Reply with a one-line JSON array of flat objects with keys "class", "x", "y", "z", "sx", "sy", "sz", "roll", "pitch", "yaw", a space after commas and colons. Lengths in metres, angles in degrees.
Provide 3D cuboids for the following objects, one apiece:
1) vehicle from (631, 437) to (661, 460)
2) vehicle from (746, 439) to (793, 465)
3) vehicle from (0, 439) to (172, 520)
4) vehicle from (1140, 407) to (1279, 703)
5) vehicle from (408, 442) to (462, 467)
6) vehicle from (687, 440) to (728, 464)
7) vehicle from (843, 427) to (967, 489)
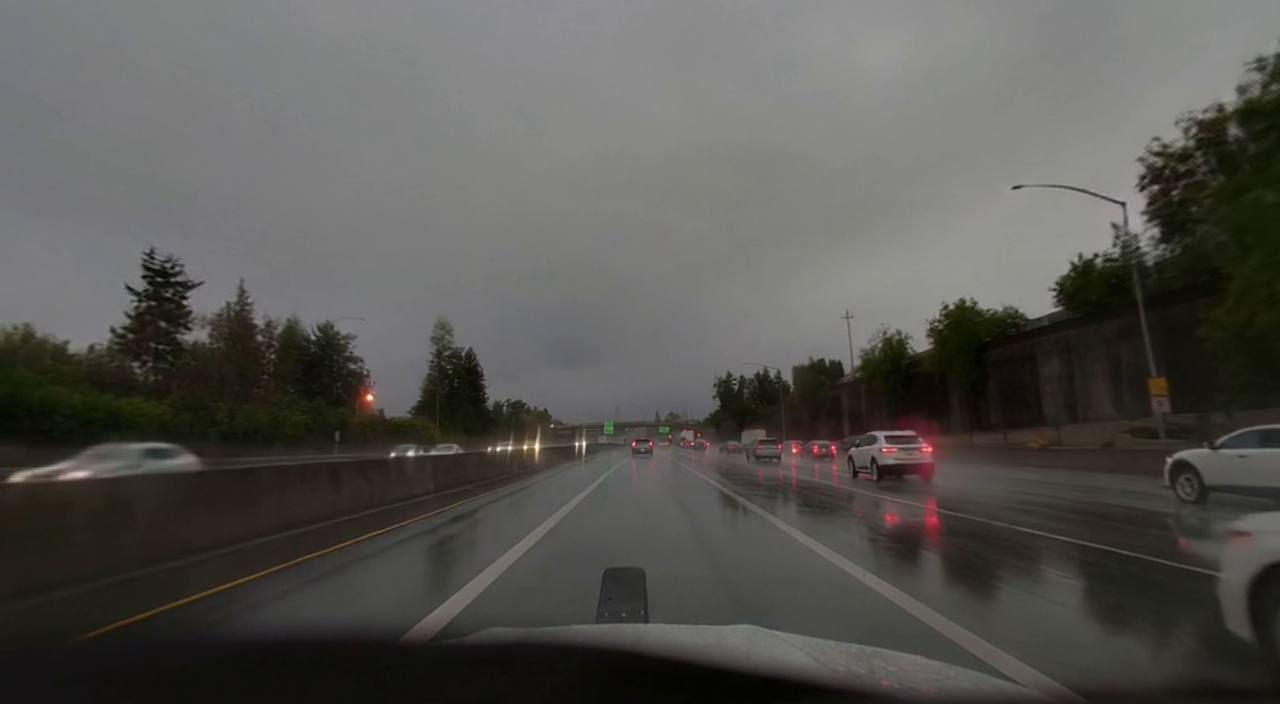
[{"class": "vehicle", "x": 0.470, "y": 7.120, "z": 46.609, "sx": 2.124, "sy": 1.639, "sz": 4.122, "roll": 0, "pitch": -8, "yaw": 1}, {"class": "vehicle", "x": 7.990, "y": 6.210, "z": 39.365, "sx": 1.919, "sy": 1.476, "sz": 4.303, "roll": 0, "pitch": -8, "yaw": -1}, {"class": "vehicle", "x": -13.576, "y": 2.887, "z": 14.877, "sx": 1.847, "sy": 1.610, "sz": 4.188, "roll": 0, "pitch": -8, "yaw": 0}, {"class": "vehicle", "x": 4.153, "y": 0.750, "z": 1.229, "sx": 2.223, "sy": 1.483, "sz": 5.075, "roll": 0, "pitch": -8, "yaw": 0}, {"class": "vehicle", "x": -13.789, "y": 6.909, "z": 42.704, "sx": 2.103, "sy": 1.542, "sz": 4.434, "roll": 0, "pitch": -8, "yaw": 0}, {"class": "vehicle", "x": 4.329, "y": 6.496, "z": 41.125, "sx": 2.118, "sy": 1.438, "sz": 4.312, "roll": 0, "pitch": -8, "yaw": -1}, {"class": "vehicle", "x": 8.101, "y": 3.282, "z": 19.800, "sx": 1.986, "sy": 1.703, "sz": 4.226, "roll": 0, "pitch": -8, "yaw": -1}]
